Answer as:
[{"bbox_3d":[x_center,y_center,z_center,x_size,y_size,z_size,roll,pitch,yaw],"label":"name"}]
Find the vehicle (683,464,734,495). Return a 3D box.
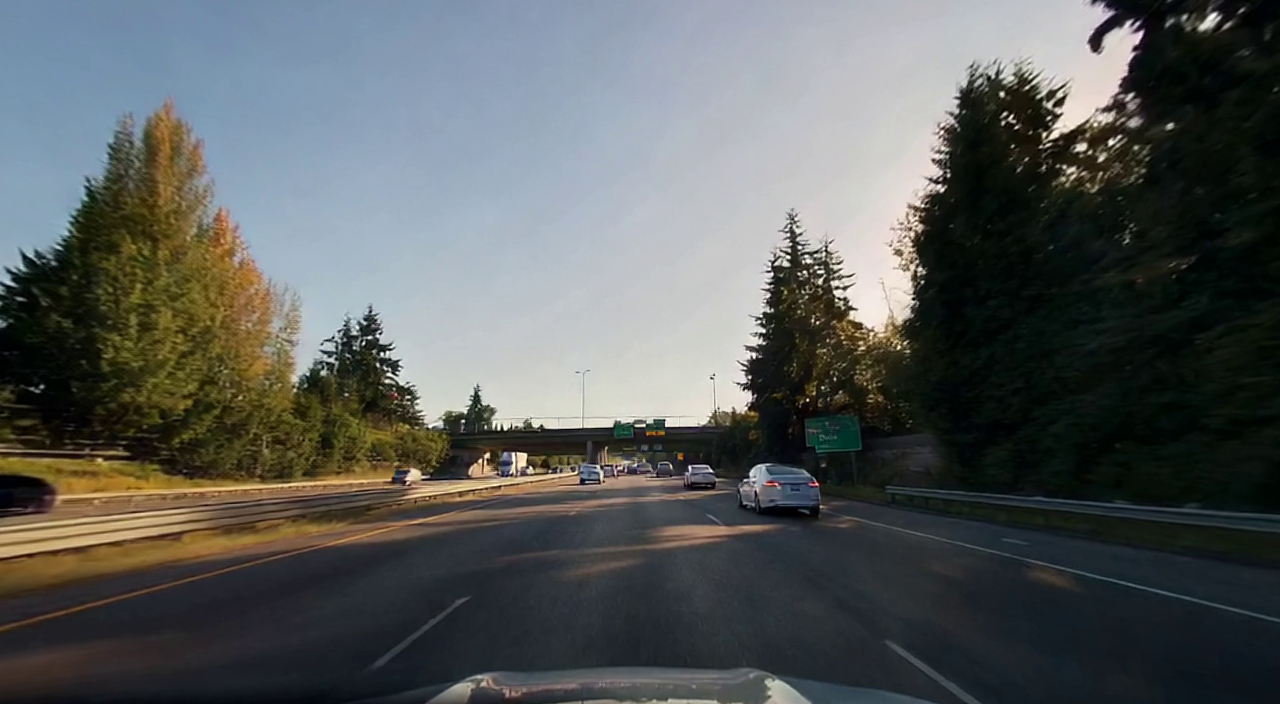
[{"bbox_3d":[3.523,6.717,33.347,2.051,1.472,4.547,1,-10,-2],"label":"vehicle"}]

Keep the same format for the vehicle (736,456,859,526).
[{"bbox_3d":[4.035,3.675,17.043,2.010,1.579,4.679,1,-10,-2],"label":"vehicle"}]
